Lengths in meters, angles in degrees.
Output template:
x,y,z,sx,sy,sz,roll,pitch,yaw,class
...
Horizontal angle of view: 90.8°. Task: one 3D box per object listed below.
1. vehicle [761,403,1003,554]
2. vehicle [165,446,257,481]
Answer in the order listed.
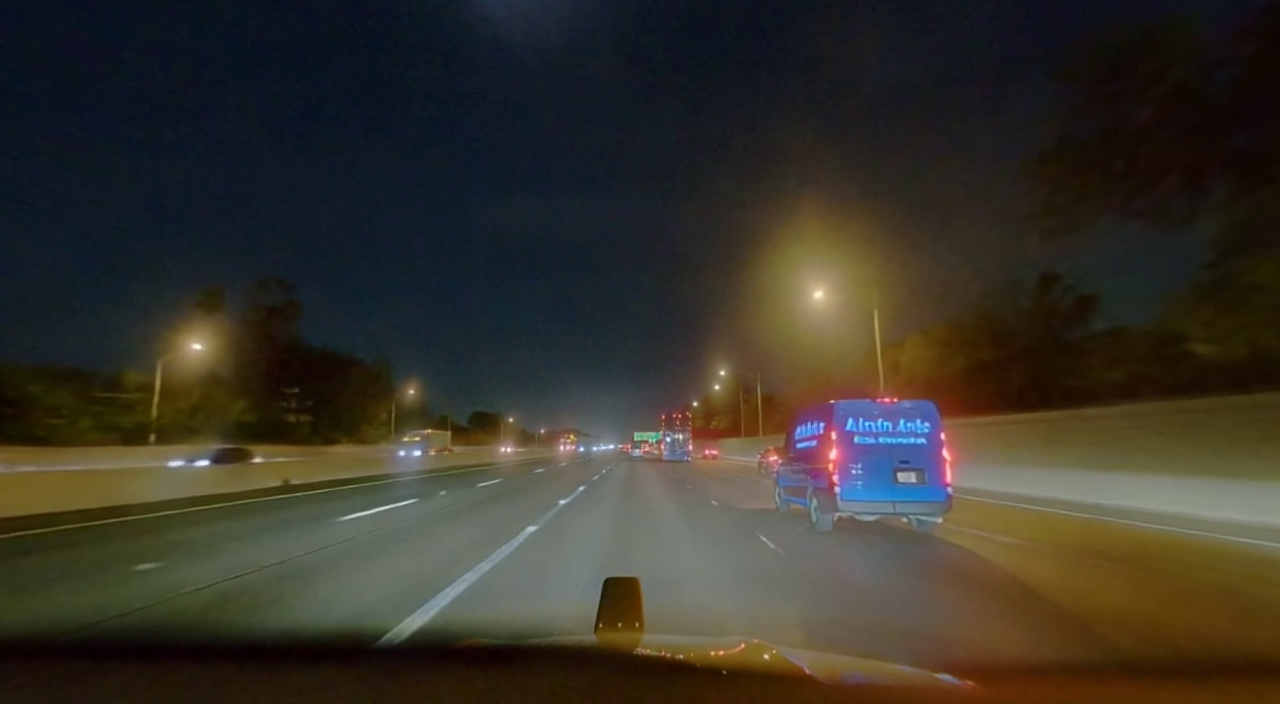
x,y,z,sx,sy,sz,roll,pitch,yaw,class
3.604,2.009,10.657,2.035,1.931,4.841,0,-9,-1,vehicle
-17.805,4.606,26.411,1.479,1.355,3.347,0,-9,0,vehicle
